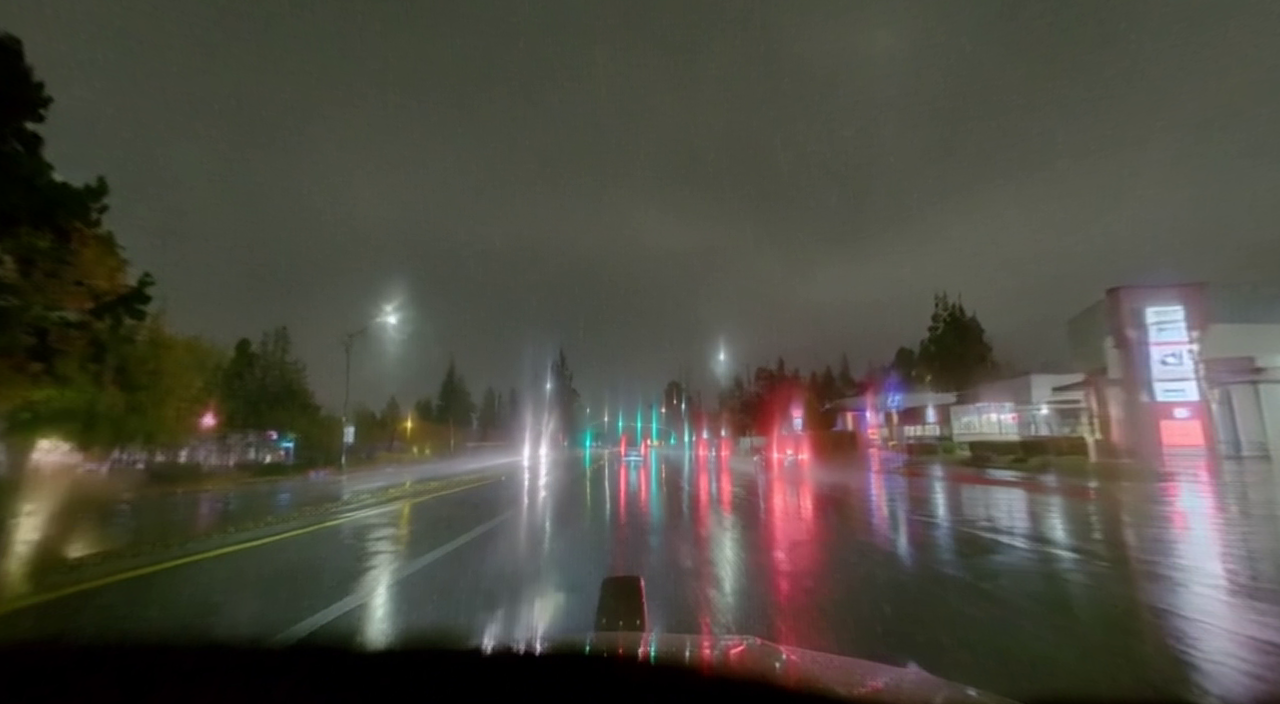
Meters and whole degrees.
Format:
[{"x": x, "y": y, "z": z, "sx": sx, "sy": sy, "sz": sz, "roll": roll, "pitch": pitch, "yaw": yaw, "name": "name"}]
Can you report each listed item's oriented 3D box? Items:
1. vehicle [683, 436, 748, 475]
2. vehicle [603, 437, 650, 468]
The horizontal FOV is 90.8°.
[{"x": 3.035, "y": 4.261, "z": 26.444, "sx": 2.057, "sy": 1.491, "sz": 4.675, "roll": 0, "pitch": -8, "yaw": -1, "name": "vehicle"}, {"x": -0.609, "y": 5.073, "z": 32.209, "sx": 2.242, "sy": 1.474, "sz": 4.127, "roll": 0, "pitch": -8, "yaw": 0, "name": "vehicle"}]
